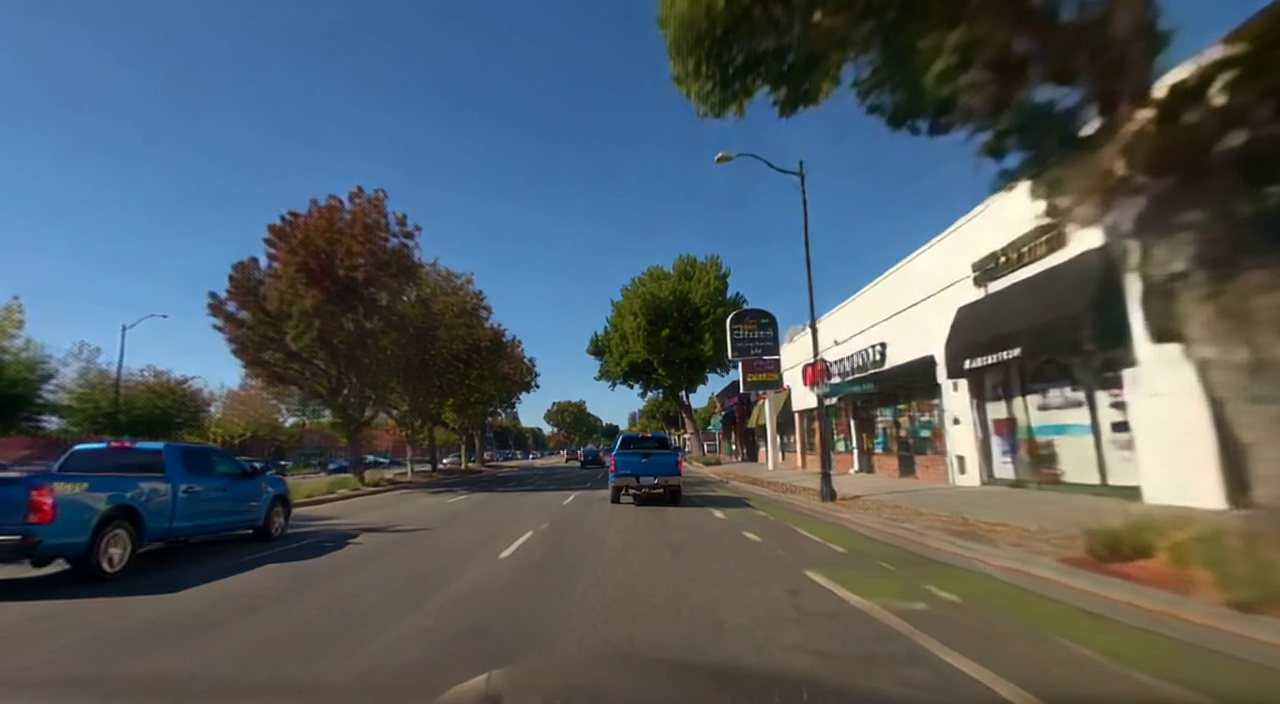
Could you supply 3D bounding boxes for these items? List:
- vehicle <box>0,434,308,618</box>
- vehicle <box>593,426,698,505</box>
[{"bbox_3d":[-5.959,1.718,7.229,1.888,1.424,4.553,0,-9,-1],"label":"vehicle"},{"bbox_3d":[0.039,3.282,18.626,2.590,1.932,5.776,1,-9,-2],"label":"vehicle"}]
